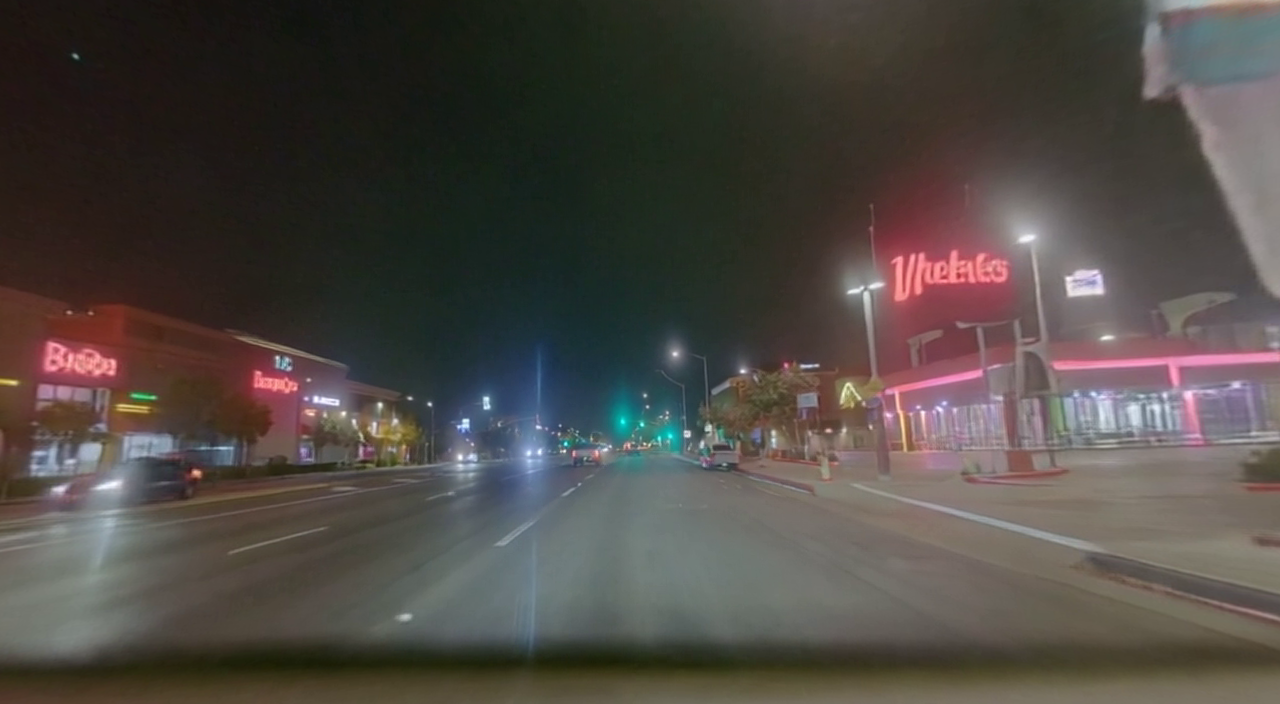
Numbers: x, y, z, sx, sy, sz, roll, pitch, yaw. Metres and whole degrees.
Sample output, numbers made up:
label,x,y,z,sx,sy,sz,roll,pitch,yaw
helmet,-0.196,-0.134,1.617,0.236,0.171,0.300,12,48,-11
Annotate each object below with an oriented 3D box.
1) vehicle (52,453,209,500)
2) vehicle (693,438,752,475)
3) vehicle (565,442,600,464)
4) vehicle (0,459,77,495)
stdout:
label,x,y,z,sx,sy,sz,roll,pitch,yaw
vehicle,-18.296,4.446,23.023,1.990,1.500,4.467,0,-9,0
vehicle,3.629,4.687,28.639,1.922,1.507,4.824,0,-9,-1
vehicle,-4.173,7.445,46.741,2.179,1.490,4.742,0,-9,0
vehicle,-30.079,5.914,30.056,4.720,1.556,2.070,-1,-9,5
